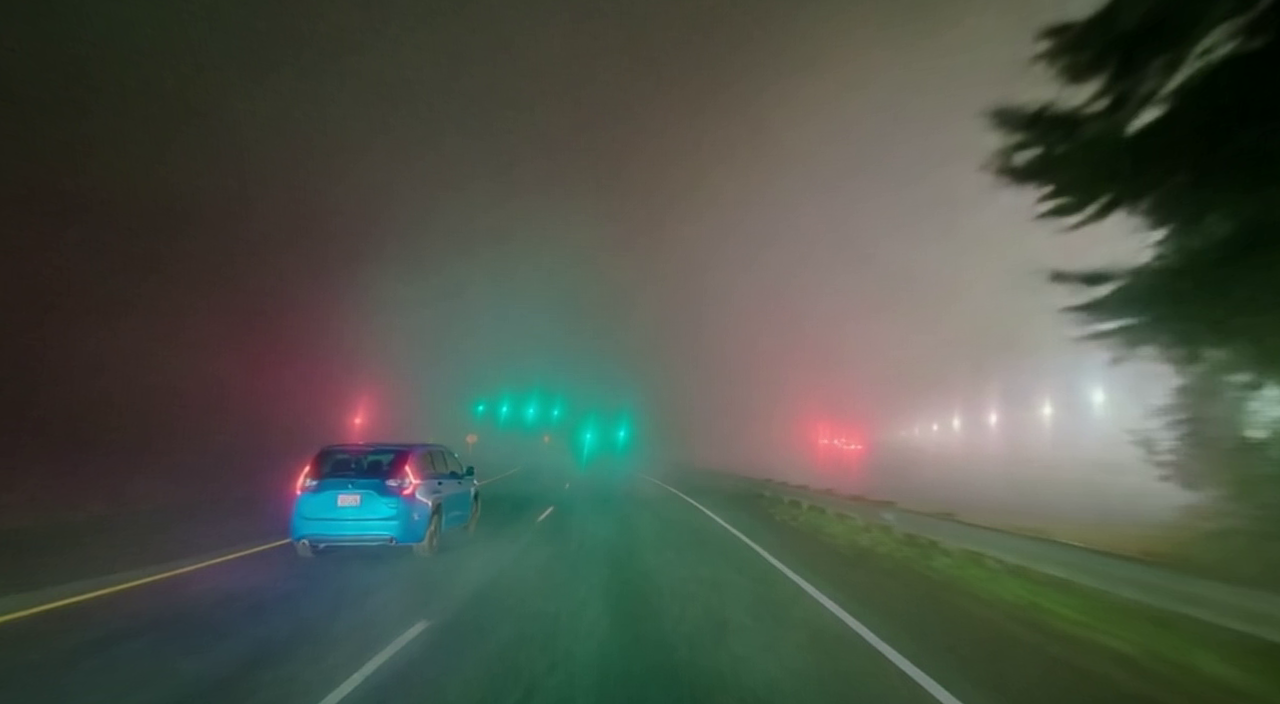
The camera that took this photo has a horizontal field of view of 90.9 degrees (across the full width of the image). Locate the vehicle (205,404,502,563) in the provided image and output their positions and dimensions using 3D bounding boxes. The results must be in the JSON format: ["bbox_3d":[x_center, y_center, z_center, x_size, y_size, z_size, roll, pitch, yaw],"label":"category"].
[{"bbox_3d":[-3.919,1.915,9.966,2.336,1.857,4.986,0,-8,0],"label":"vehicle"}]
